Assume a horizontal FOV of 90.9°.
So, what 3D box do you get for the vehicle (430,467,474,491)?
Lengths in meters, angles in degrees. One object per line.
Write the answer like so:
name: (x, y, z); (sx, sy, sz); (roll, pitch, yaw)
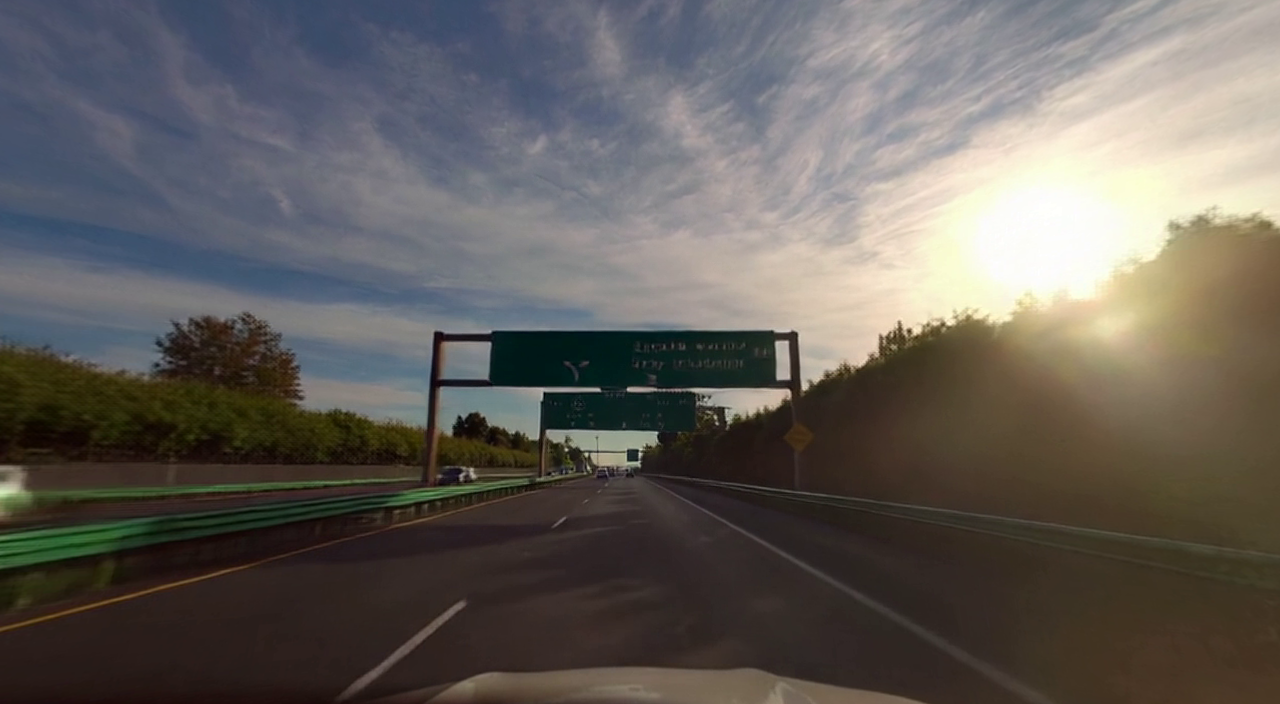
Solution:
vehicle: (-13.081, 8.866, 44.099); (1.931, 1.571, 3.634); (1, -11, 0)
